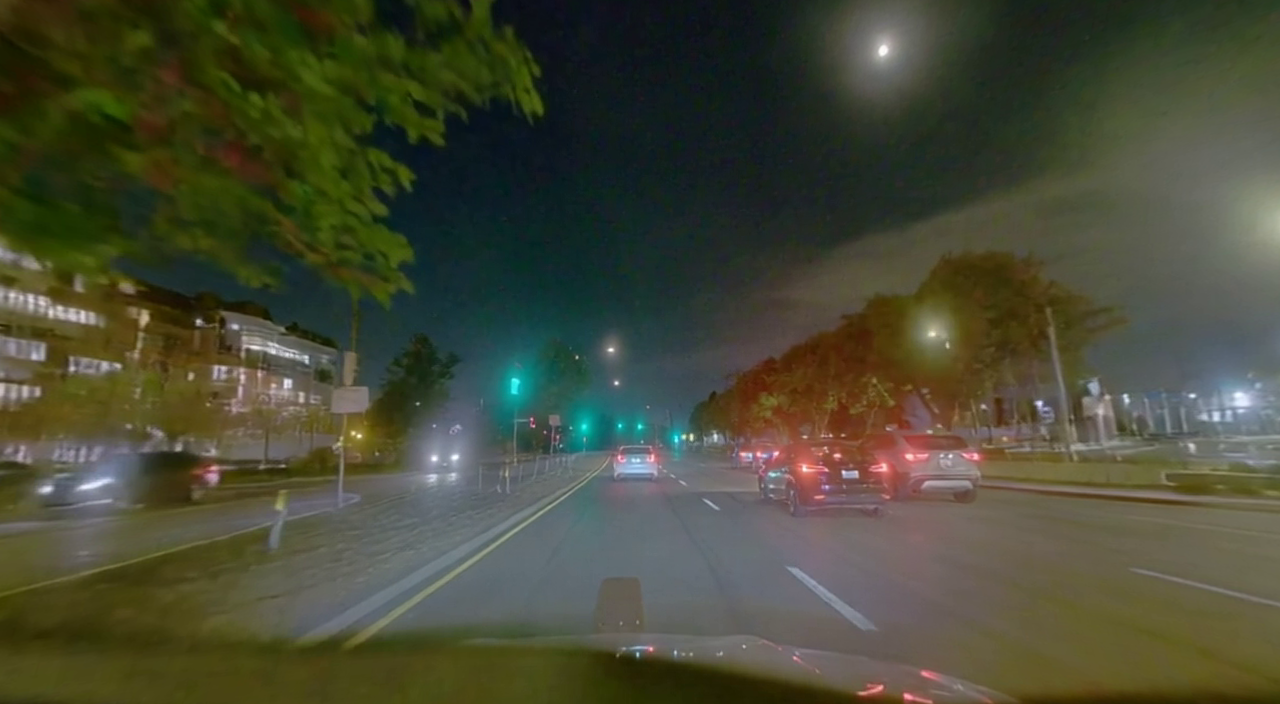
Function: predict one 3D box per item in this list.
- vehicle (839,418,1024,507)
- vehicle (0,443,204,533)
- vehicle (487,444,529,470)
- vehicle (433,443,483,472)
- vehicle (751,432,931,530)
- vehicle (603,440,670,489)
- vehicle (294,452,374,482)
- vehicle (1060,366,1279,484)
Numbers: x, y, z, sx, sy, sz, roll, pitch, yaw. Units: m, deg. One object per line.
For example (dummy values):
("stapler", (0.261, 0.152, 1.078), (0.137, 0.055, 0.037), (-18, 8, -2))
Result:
("vehicle", (6.773, 2.636, 15.418), (2.134, 1.810, 4.590), (0, -9, -2))
("vehicle", (-12.448, 2.931, 14.304), (1.954, 1.689, 4.443), (0, -9, 0))
("vehicle", (-8.937, 7.152, 43.044), (1.901, 1.655, 4.250), (0, -9, 0))
("vehicle", (-12.256, 7.142, 42.826), (2.049, 1.824, 4.608), (0, -9, 0))
("vehicle", (3.421, 2.285, 11.736), (1.858, 1.466, 4.230), (0, -9, -1))
("vehicle", (-0.143, 3.673, 20.925), (1.994, 1.479, 3.647), (0, -9, -1))
("vehicle", (-16.434, 6.186, 34.270), (1.983, 1.477, 4.702), (0, -9, 0))
("vehicle", (18.981, 2.383, 20.428), (8.476, 3.508, 3.062), (0, -9, -1))
